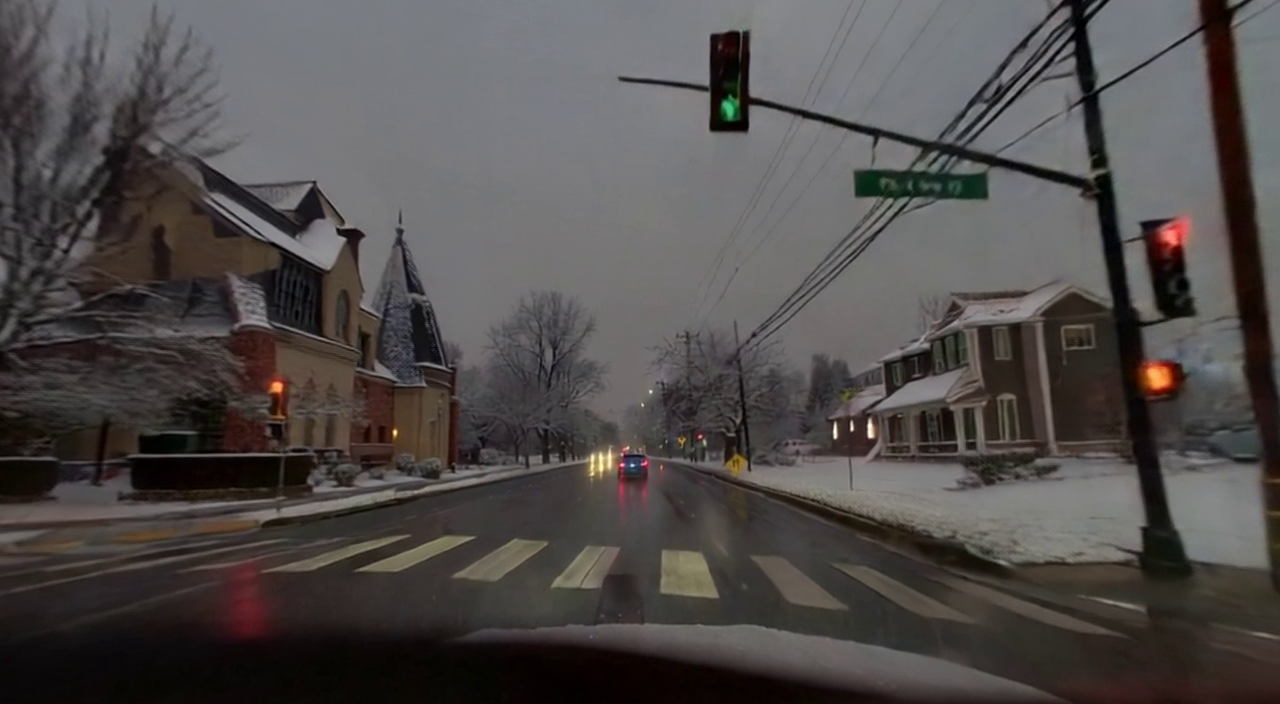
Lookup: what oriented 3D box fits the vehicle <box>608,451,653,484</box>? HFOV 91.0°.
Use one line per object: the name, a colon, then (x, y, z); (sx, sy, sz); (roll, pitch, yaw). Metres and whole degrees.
vehicle: (-0.453, 5.732, 31.417); (2.093, 1.497, 4.010); (0, -9, -1)
